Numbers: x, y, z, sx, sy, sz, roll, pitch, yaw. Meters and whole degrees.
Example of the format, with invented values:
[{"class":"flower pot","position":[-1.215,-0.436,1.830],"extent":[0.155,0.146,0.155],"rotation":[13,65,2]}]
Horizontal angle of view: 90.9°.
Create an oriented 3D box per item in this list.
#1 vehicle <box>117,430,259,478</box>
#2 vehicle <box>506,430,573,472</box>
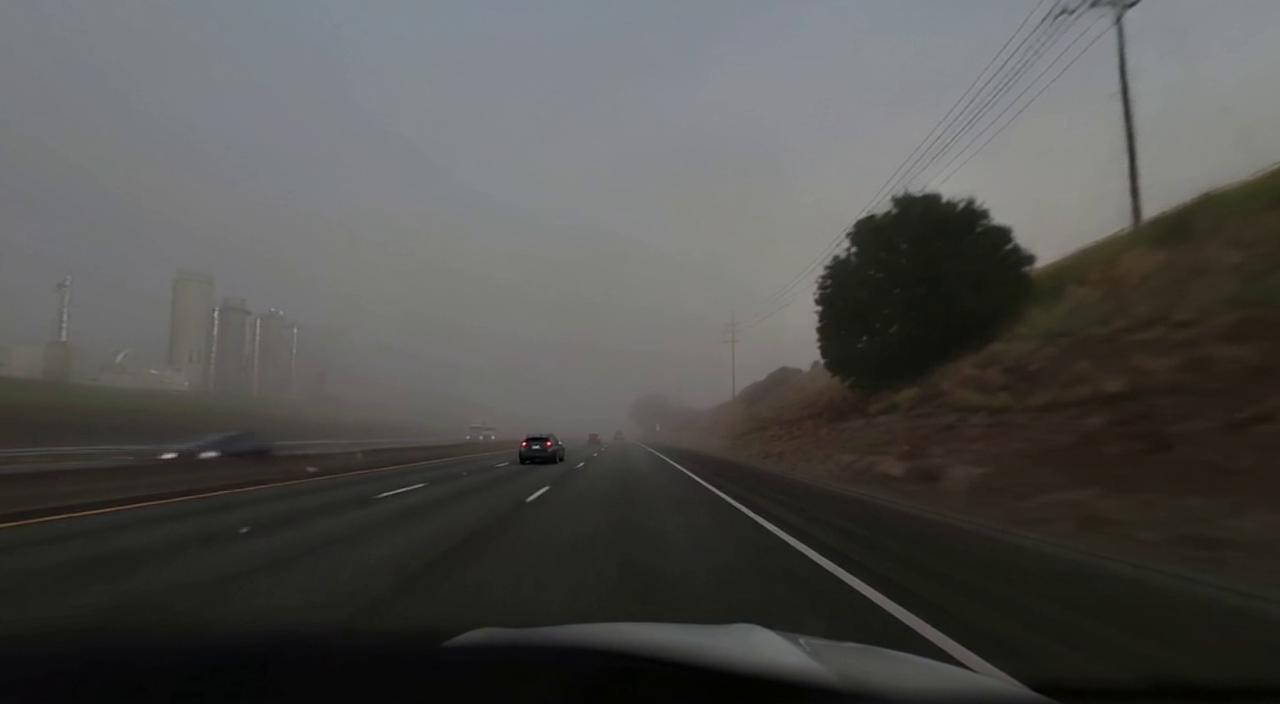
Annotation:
[{"class":"vehicle","position":[-15.541,3.503,21.998],"extent":[1.891,1.492,4.182],"rotation":[0,-8,-1]},{"class":"vehicle","position":[-3.731,3.747,24.082],"extent":[1.952,1.462,3.969],"rotation":[0,-8,-1]}]
